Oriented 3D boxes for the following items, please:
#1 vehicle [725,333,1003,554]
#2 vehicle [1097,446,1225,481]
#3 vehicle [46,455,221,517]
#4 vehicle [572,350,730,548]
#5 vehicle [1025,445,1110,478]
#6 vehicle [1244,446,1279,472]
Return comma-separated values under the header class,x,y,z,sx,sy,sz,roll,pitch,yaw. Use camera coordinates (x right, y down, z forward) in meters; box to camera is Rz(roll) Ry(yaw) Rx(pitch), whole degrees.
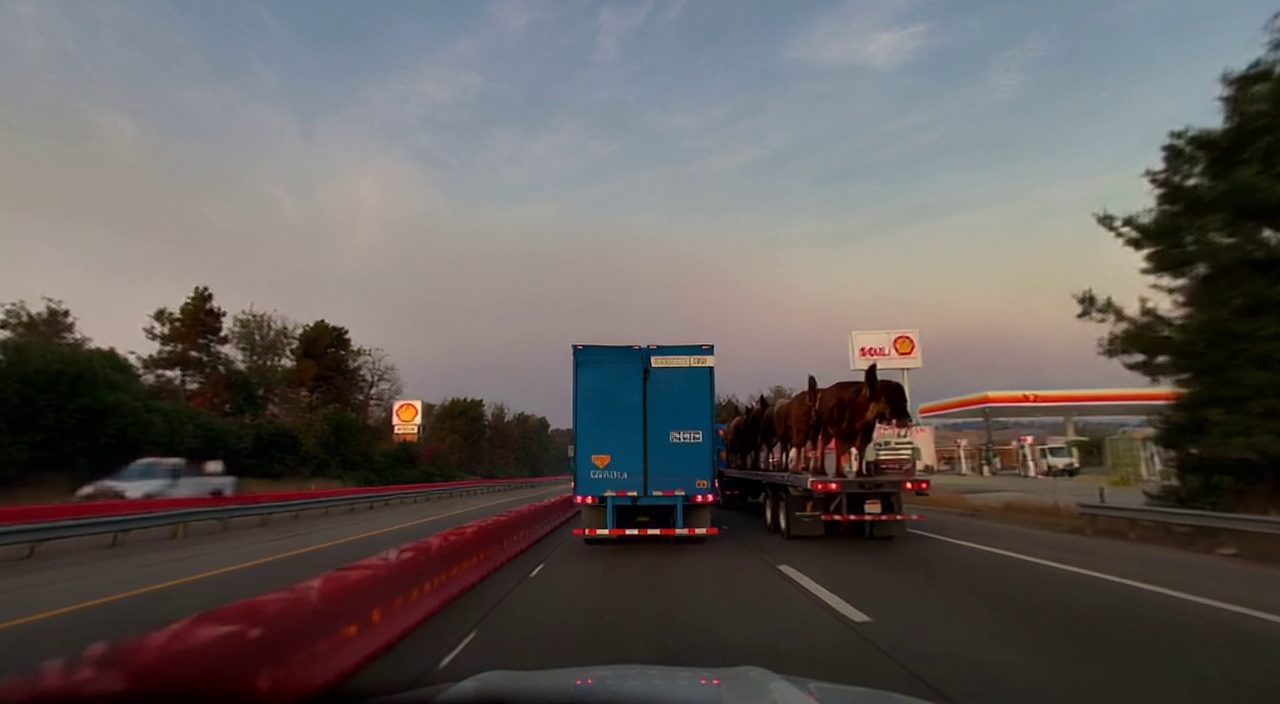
class,x,y,z,sx,sy,sz,roll,pitch,yaw
vehicle,4.350,2.345,15.260,2.936,3.640,9.443,1,-10,-2
vehicle,24.556,5.315,29.918,1.762,1.470,4.485,3,-11,-10
vehicle,-16.745,4.444,21.234,1.981,1.824,4.637,1,-10,0
vehicle,0.122,2.402,15.030,2.618,3.306,8.676,1,-10,-1
vehicle,24.673,6.360,36.526,1.919,1.722,4.024,1,-10,-2
vehicle,37.807,6.398,37.468,4.208,1.429,1.820,8,-13,-36
